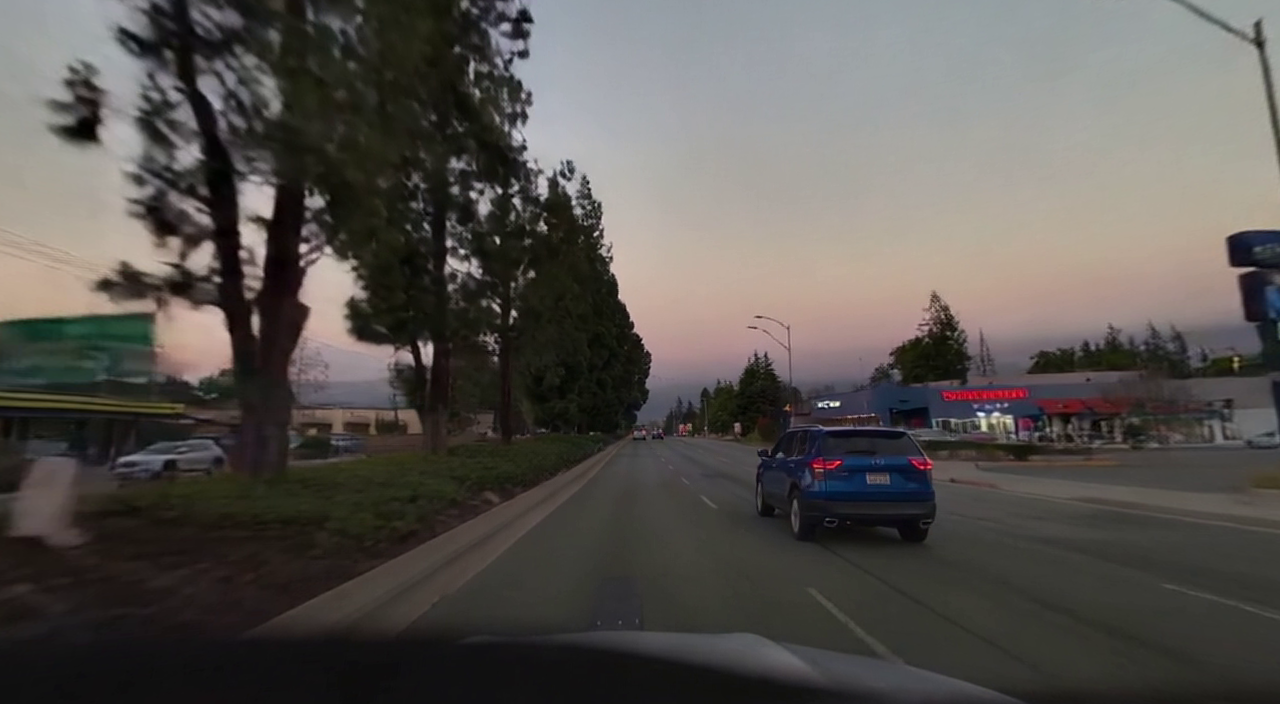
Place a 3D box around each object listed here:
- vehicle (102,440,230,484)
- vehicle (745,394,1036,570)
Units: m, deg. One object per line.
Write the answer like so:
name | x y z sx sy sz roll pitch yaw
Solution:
vehicle | -19.378 4.487 26.142 1.988 1.634 4.301 0 -9 -1
vehicle | 2.951 1.674 8.832 2.130 1.790 4.615 0 -9 -1
